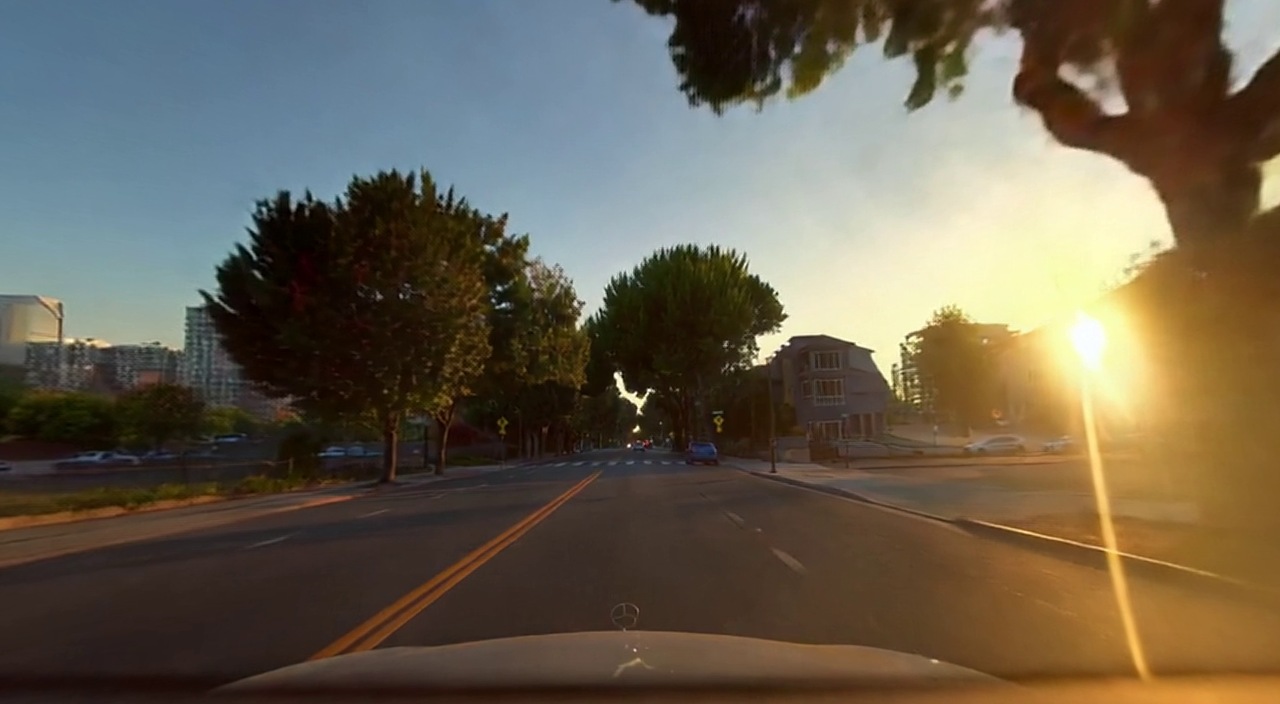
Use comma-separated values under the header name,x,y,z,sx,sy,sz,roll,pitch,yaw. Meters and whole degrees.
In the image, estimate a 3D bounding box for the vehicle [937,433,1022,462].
name,x,y,z,sx,sy,sz,roll,pitch,yaw
vehicle,23.941,6.766,44.535,4.676,1.775,2.085,-2,-9,2

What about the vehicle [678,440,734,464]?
name,x,y,z,sx,sy,sz,roll,pitch,yaw
vehicle,4.818,7.381,46.518,1.981,1.703,3.691,8,-12,-43

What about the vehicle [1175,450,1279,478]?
name,x,y,z,sx,sy,sz,roll,pitch,yaw
vehicle,33.328,6.322,35.572,4.305,1.464,1.875,0,-8,1
